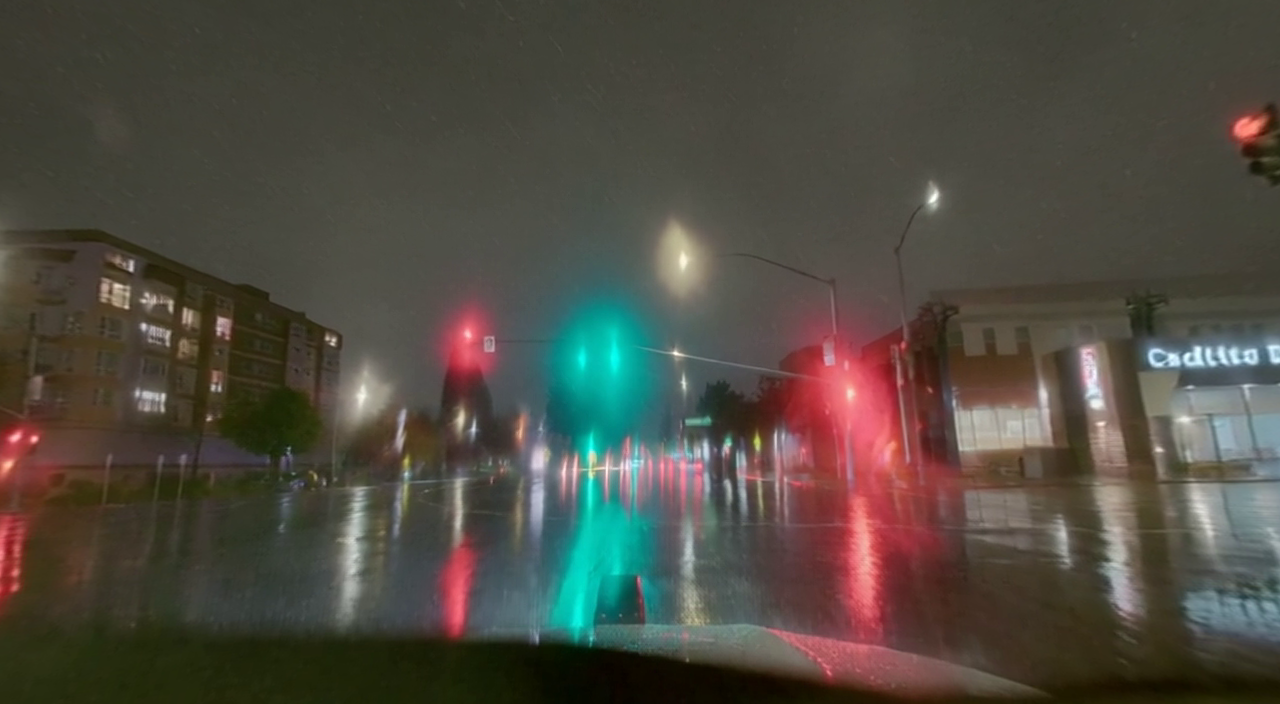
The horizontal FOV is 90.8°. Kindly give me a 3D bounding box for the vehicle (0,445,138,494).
[{"bbox_3d":[-40.944,8.383,45.378,7.220,3.287,2.764,0,-8,0],"label":"vehicle"}]
